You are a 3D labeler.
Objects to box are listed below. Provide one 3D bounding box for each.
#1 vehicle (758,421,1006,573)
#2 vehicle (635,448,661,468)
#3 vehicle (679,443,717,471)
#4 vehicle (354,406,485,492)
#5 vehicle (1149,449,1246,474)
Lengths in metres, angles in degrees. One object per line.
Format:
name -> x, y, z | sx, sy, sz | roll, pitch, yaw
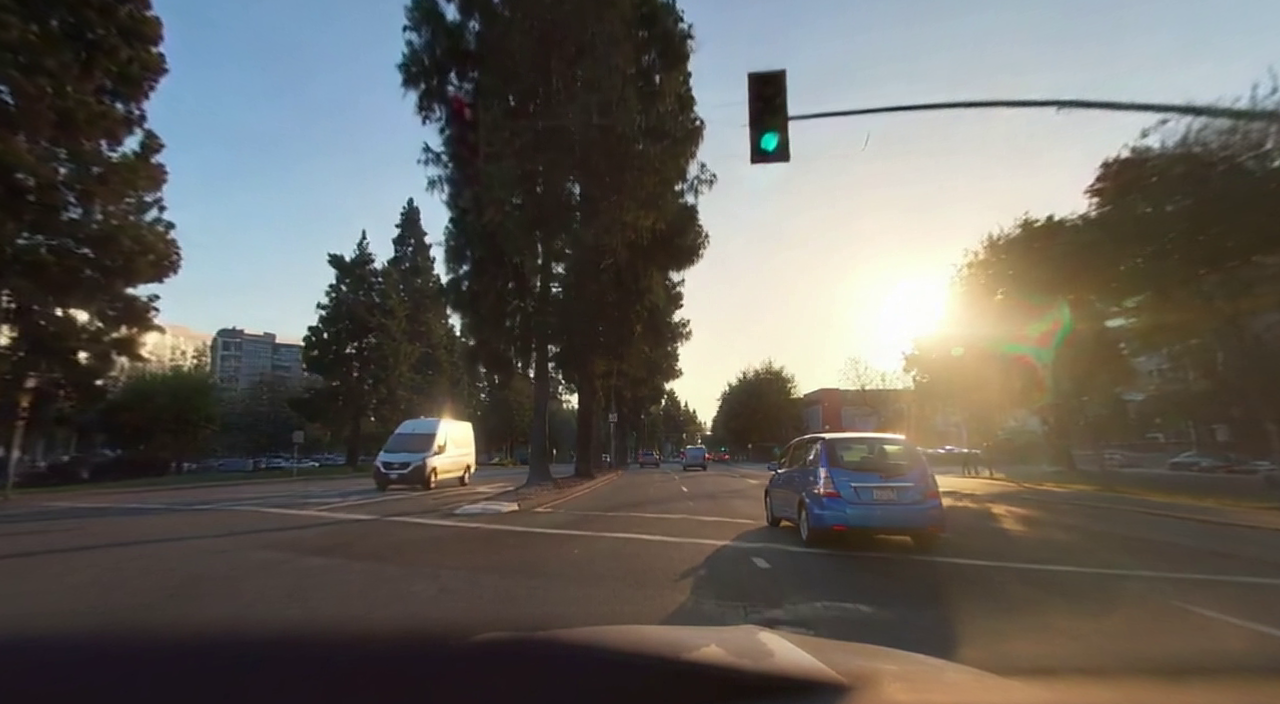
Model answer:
vehicle -> 3.016, 1.881, 8.908 | 1.901, 1.634, 3.952 | 0, -9, 0
vehicle -> 0.627, 8.227, 49.080 | 1.991, 1.477, 3.814 | 0, -9, 1
vehicle -> 3.967, 7.278, 43.847 | 2.154, 1.844, 4.634 | 0, -9, 0
vehicle -> -8.351, 3.829, 24.932 | 2.524, 2.885, 6.868 | 1, -9, 1
vehicle -> 35.627, 6.983, 40.395 | 1.898, 1.530, 4.215 | 2, -9, -12
